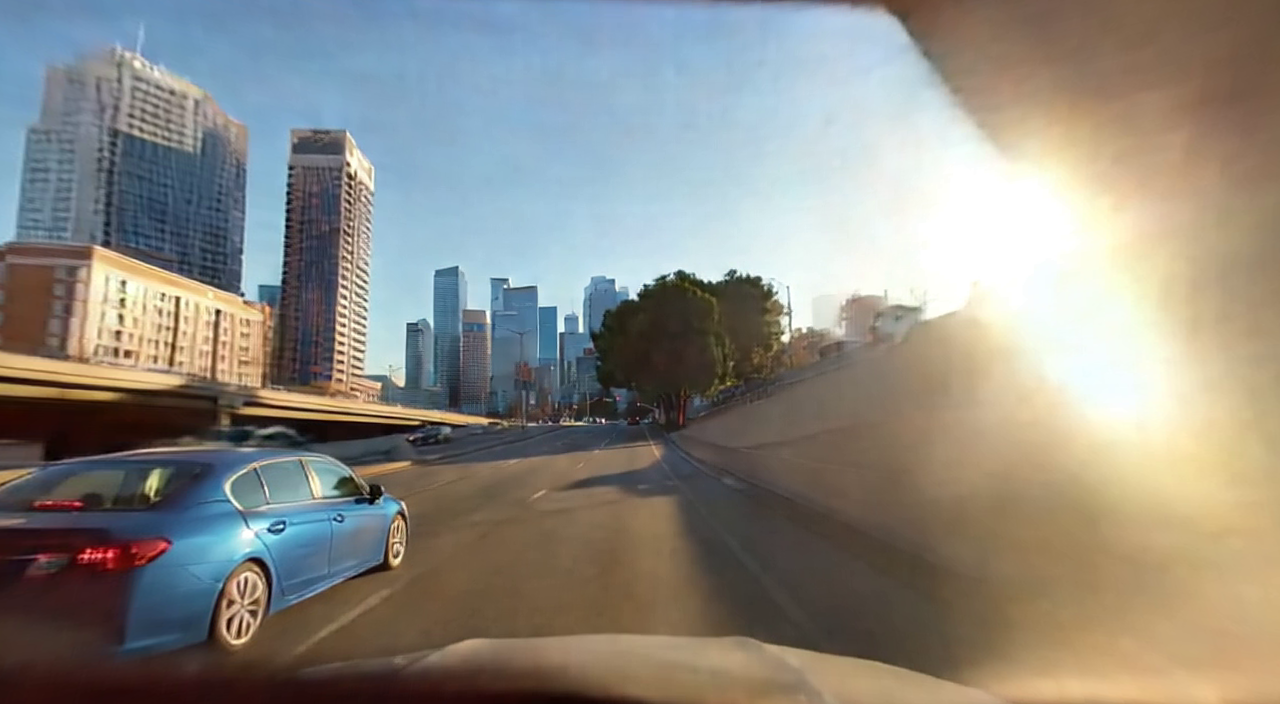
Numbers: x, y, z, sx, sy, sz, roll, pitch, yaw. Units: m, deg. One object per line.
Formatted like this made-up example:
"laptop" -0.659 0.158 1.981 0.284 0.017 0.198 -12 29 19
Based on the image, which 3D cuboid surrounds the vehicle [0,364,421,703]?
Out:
"vehicle" -3.155 1.055 3.906 2.041 1.470 4.290 0 -9 0
